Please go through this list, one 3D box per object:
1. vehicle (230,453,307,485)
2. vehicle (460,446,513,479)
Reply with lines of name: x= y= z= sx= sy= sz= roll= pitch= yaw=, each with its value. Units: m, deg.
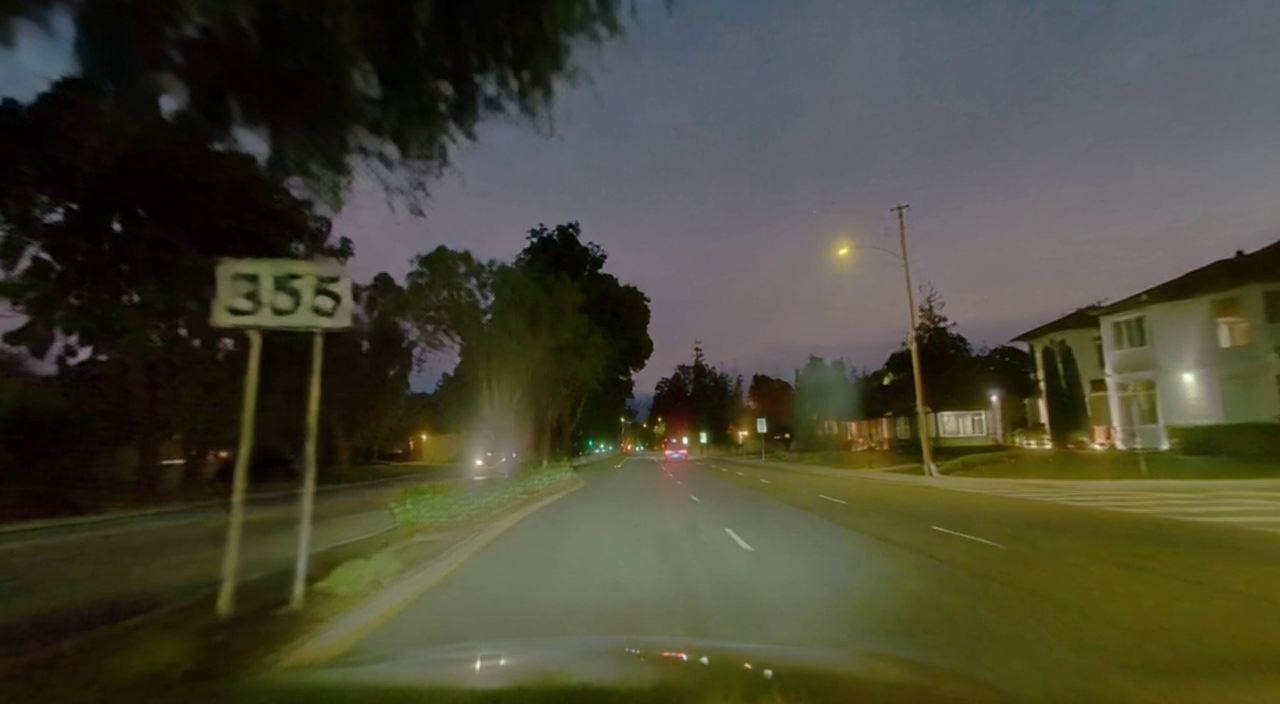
vehicle: x=-21.704 y=6.821 z=37.140 sx=1.860 sy=1.663 sz=4.418 roll=0 pitch=-9 yaw=-1
vehicle: x=-8.955 y=6.475 z=37.269 sx=1.964 sy=1.722 sz=4.403 roll=-2 pitch=-9 yaw=2
